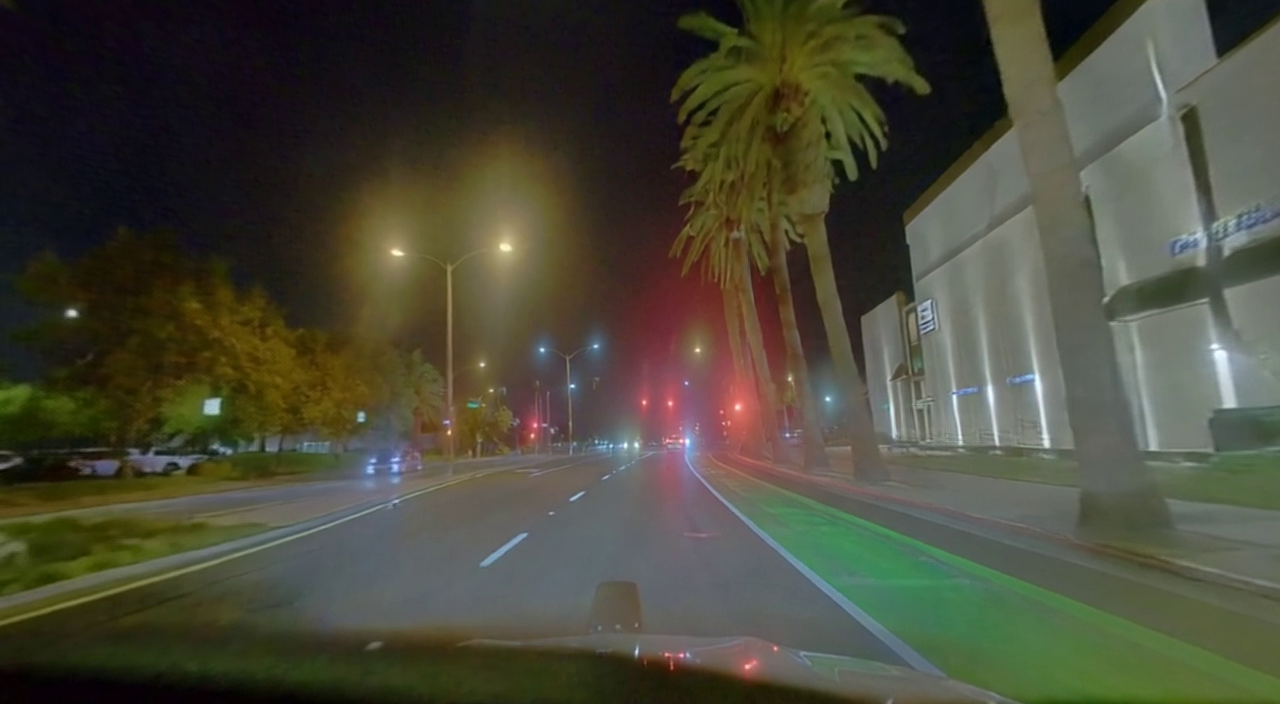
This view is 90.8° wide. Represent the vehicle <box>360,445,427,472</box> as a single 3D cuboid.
[{"bbox_3d":[-17.071,7.378,44.066,2.178,1.779,5.406,-1,-8,4],"label":"vehicle"}]

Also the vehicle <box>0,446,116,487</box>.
[{"bbox_3d":[-29.548,5.738,31.866,4.220,1.953,2.187,-1,-8,3],"label":"vehicle"}]

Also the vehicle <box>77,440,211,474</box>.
[{"bbox_3d":[-29.150,6.189,37.269,5.940,1.904,2.360,-1,-8,2],"label":"vehicle"}]
